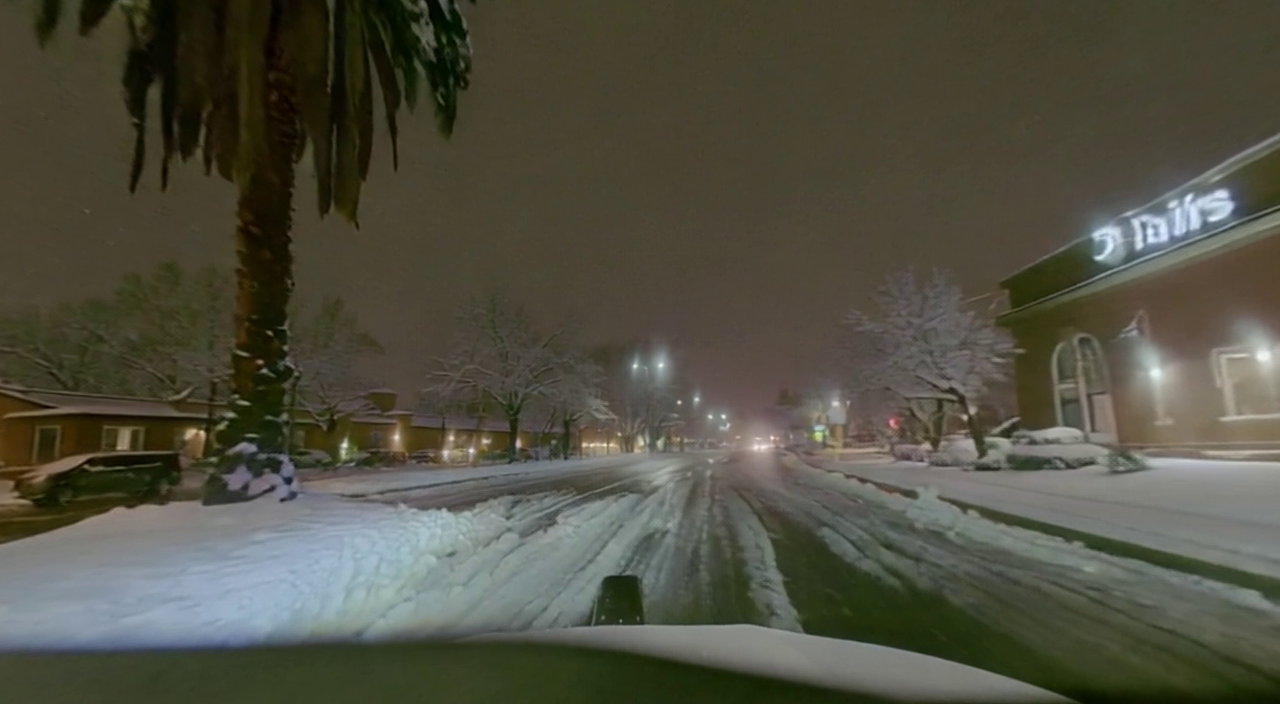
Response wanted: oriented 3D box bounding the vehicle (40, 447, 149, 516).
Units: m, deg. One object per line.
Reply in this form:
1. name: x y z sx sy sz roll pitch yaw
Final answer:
1. vehicle: -16.971 3.930 19.868 2.174 1.863 4.651 7 -11 -38

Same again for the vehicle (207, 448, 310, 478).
1. vehicle: -23.814 6.922 39.539 5.193 1.830 2.049 -1 -9 4

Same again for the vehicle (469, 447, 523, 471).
1. vehicle: -11.019 8.204 48.422 3.635 1.521 1.726 3 -6 4
